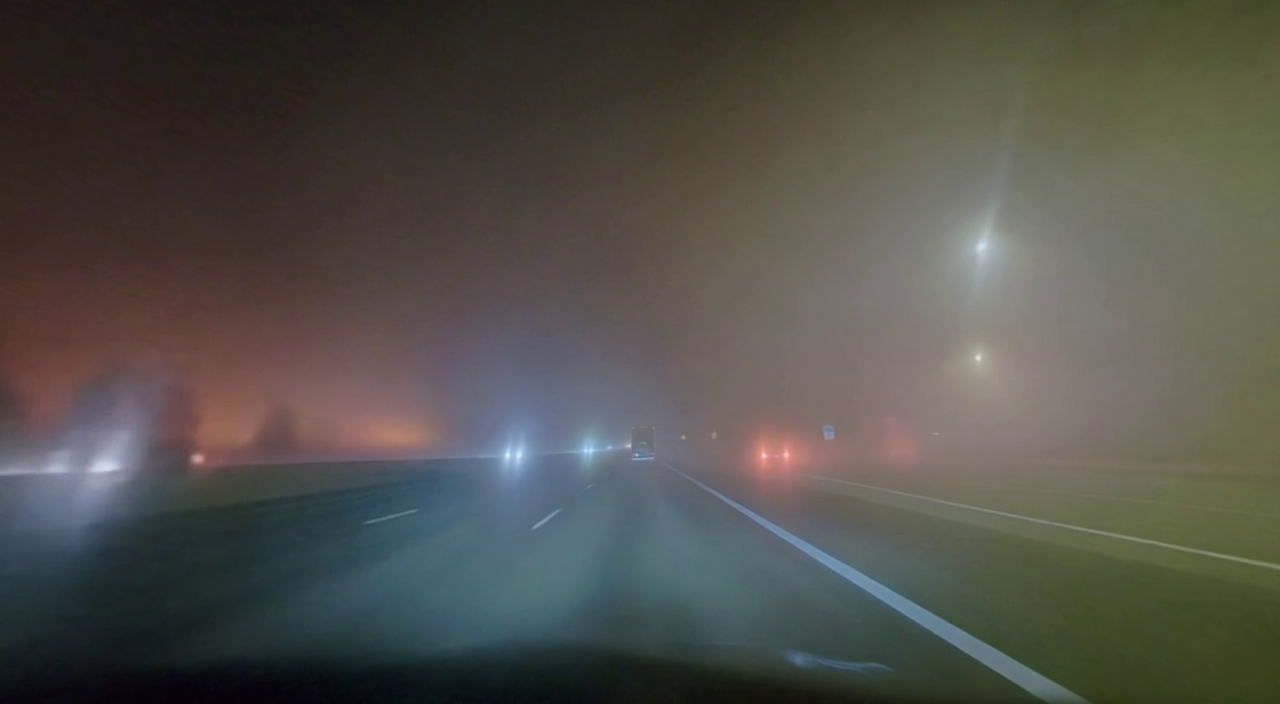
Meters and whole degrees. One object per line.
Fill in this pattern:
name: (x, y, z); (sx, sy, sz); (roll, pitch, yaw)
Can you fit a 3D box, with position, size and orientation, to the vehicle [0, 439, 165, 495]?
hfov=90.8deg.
vehicle: (-19.701, 3.951, 22.064); (2.114, 1.707, 5.174); (0, -9, 0)
